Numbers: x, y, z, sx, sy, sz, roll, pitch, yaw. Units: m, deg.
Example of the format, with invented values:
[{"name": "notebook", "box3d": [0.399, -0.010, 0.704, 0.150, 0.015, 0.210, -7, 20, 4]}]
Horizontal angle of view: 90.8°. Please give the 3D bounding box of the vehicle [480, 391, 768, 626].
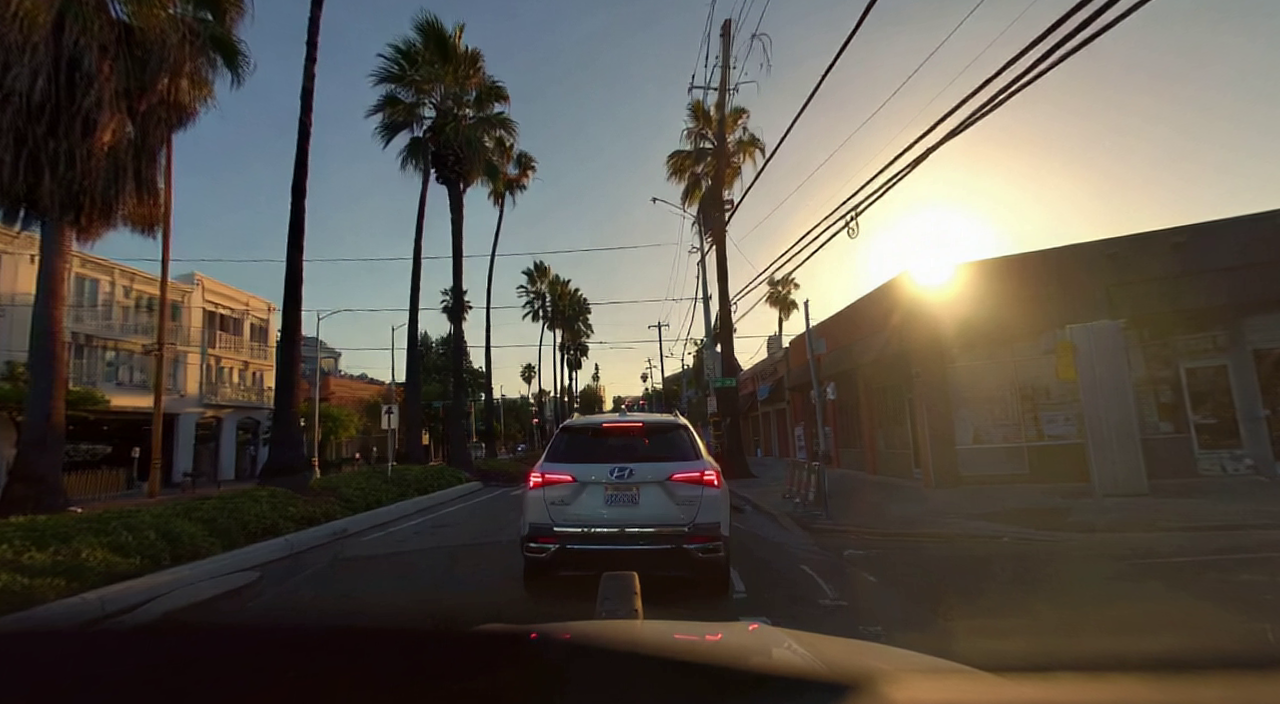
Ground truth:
[{"name": "vehicle", "box3d": [-0.191, 1.415, 6.595, 2.105, 1.702, 3.750, 0, -8, -3]}]
